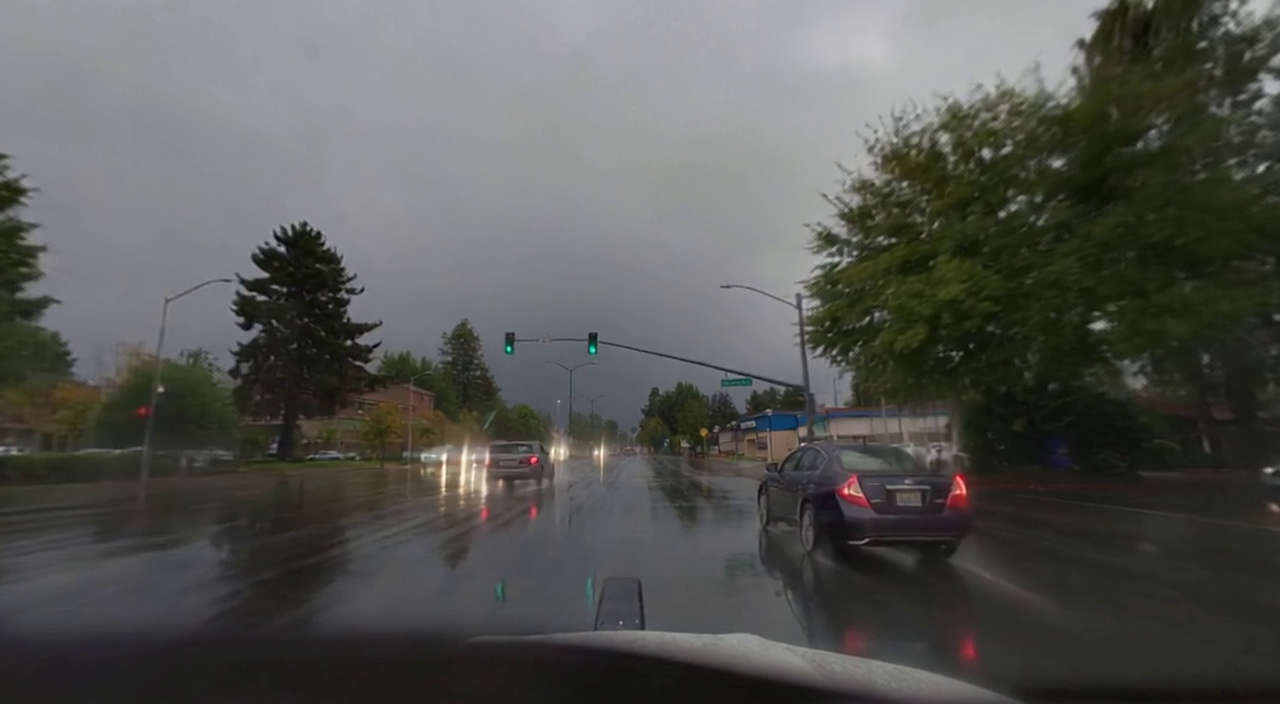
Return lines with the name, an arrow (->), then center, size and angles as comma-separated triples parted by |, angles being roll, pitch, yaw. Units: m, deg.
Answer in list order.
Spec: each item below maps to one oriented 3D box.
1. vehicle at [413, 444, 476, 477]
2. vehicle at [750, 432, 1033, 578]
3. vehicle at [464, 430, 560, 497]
vehicle -> -10.279, 5.716, 33.621 | 1.942, 1.576, 4.567 | -1, -9, 0
vehicle -> 3.078, 1.973, 9.096 | 1.975, 1.502, 4.787 | 0, -9, -2
vehicle -> -3.778, 3.397, 19.556 | 1.997, 1.806, 4.500 | 0, -9, 0
